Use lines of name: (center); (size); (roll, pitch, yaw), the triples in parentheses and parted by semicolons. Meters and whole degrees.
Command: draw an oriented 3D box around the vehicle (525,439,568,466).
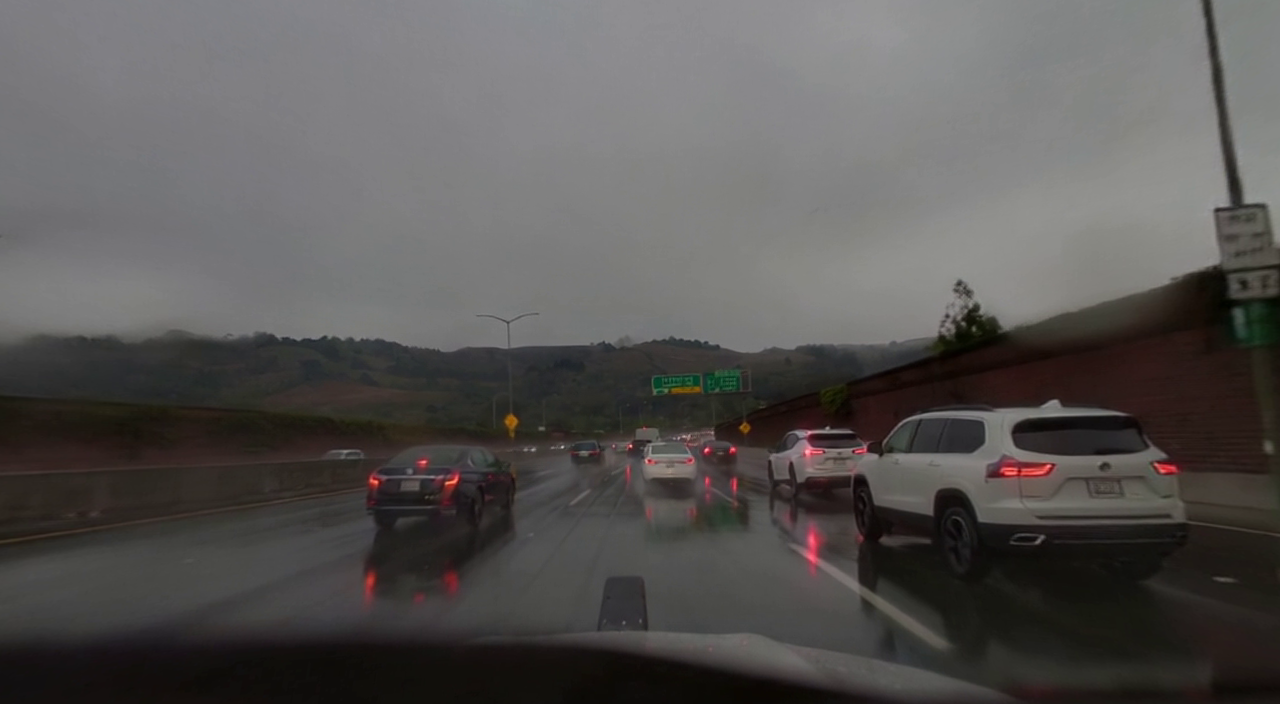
vehicle: (-6.470, 6.966, 44.099); (2.055, 1.751, 4.825); (0, -8, 2)

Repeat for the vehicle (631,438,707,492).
vehicle: (0.782, 3.418, 19.454); (2.105, 1.471, 3.978); (0, -8, 0)

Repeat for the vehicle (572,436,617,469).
vehicle: (-2.625, 5.946, 37.594); (2.154, 1.793, 4.736); (0, -8, 3)

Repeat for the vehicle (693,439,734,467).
vehicle: (4.135, 5.747, 36.137); (1.855, 1.513, 3.915); (0, -8, -1)

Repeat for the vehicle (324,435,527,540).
vehicle: (-3.432, 2.227, 11.133); (1.961, 1.456, 4.362); (0, -8, 1)

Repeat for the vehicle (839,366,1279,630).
vehicle: (3.761, 1.320, 6.628); (1.930, 1.831, 4.344); (0, -8, 1)

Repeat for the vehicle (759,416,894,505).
vehicle: (4.372, 2.623, 15.665); (1.970, 1.872, 4.575); (0, -8, 0)
